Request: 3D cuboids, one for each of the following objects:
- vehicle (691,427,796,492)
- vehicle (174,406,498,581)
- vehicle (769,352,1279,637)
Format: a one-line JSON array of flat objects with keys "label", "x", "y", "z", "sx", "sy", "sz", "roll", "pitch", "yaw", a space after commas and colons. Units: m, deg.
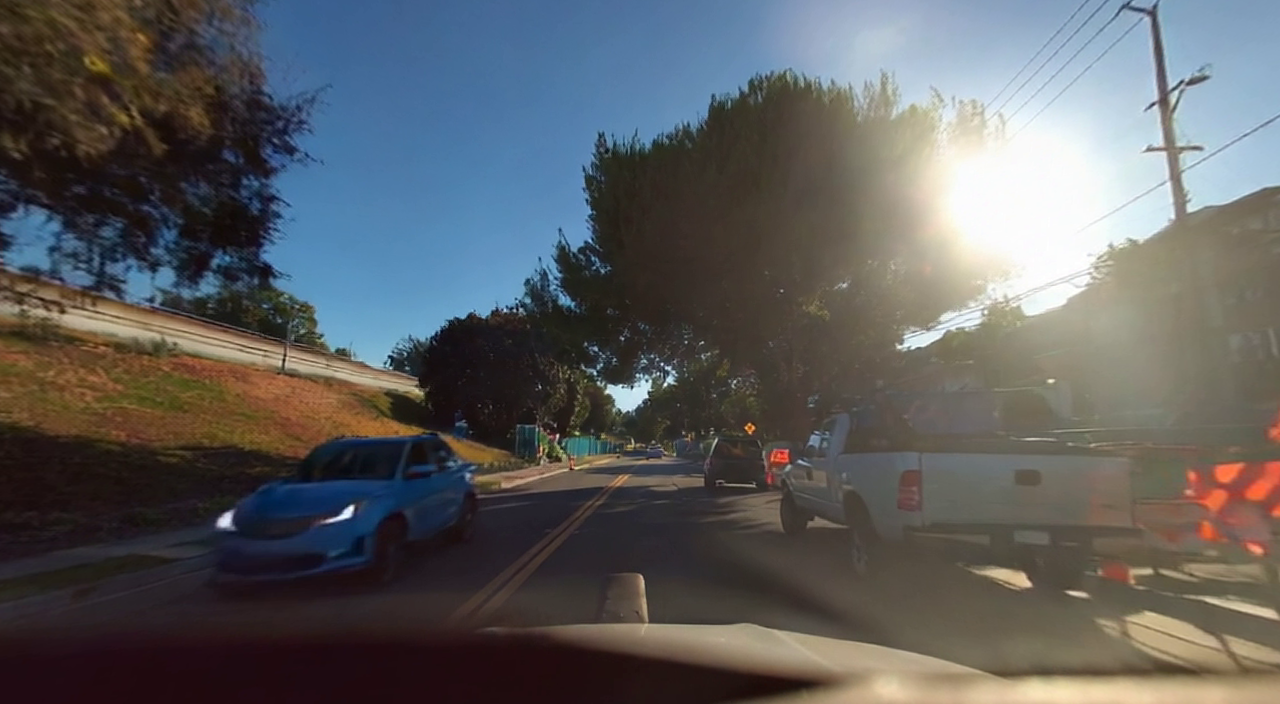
[{"label": "vehicle", "x": 3.520, "y": 3.877, "z": 23.135, "sx": 2.617, "sy": 2.020, "sz": 6.531, "roll": 0, "pitch": -9, "yaw": -1}, {"label": "vehicle", "x": -3.510, "y": 1.737, "z": 8.491, "sx": 2.078, "sy": 1.716, "sz": 4.367, "roll": -1, "pitch": -9, "yaw": 1}, {"label": "vehicle", "x": 3.567, "y": 1.529, "z": 7.877, "sx": 2.759, "sy": 2.114, "sz": 6.152, "roll": -1, "pitch": -9, "yaw": 2}]
